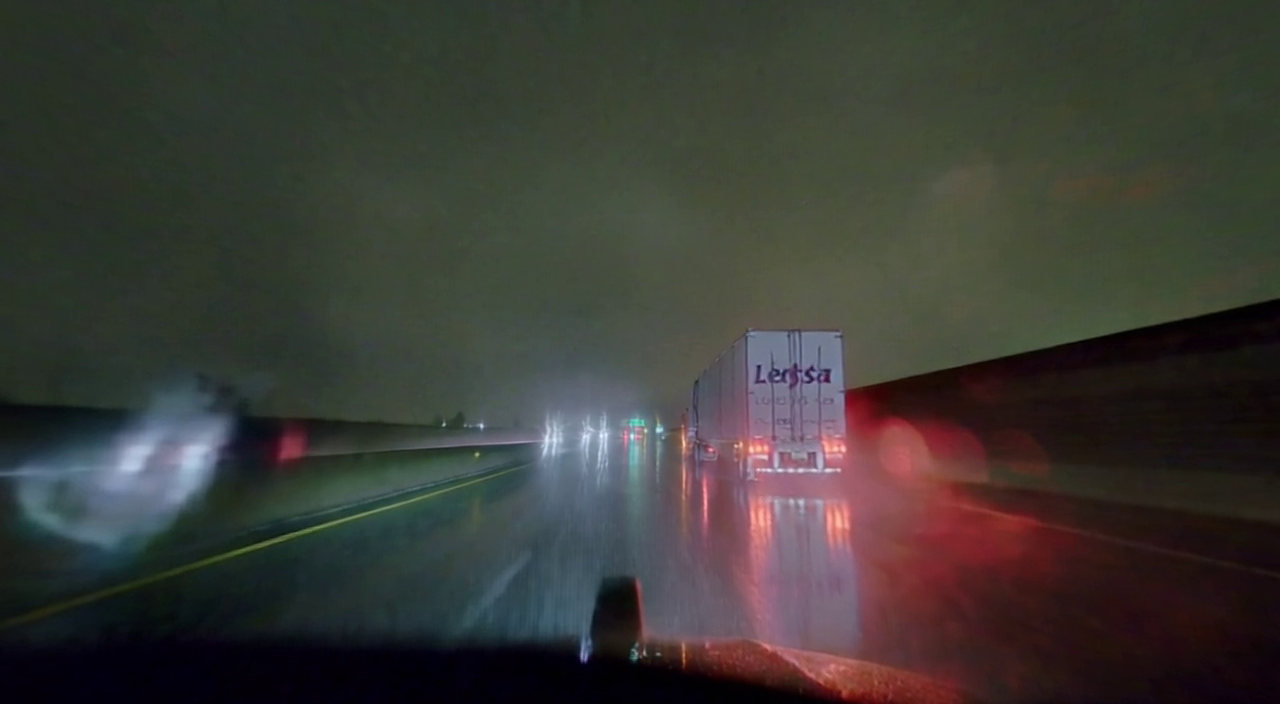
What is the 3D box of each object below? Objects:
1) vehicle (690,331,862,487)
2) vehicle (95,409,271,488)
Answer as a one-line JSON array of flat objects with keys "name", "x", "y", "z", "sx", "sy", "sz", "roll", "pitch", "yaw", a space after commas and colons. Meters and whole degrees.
[{"name": "vehicle", "x": 4.040, "y": 2.400, "z": 23.200, "sx": 2.920, "sy": 4.029, "sz": 13.900, "roll": 0, "pitch": -8, "yaw": -1}, {"name": "vehicle", "x": -17.005, "y": 3.619, "z": 23.963, "sx": 2.269, "sy": 2.622, "sz": 5.867, "roll": 0, "pitch": -8, "yaw": -1}]
